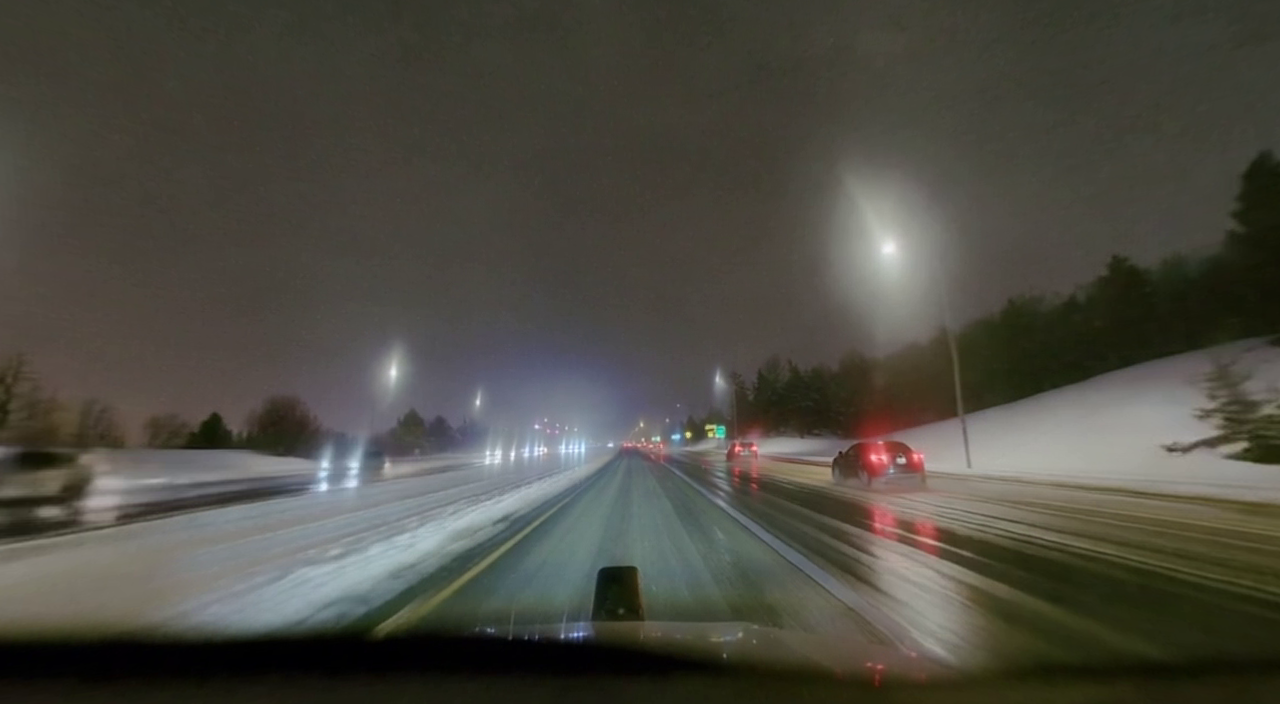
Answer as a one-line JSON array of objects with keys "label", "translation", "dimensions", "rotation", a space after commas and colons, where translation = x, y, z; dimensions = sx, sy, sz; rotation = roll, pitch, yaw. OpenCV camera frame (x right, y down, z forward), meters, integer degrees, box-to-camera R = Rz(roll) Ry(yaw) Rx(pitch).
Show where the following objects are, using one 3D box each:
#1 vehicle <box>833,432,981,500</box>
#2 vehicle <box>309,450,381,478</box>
[{"label": "vehicle", "translation": [6.952, 3.017, 17.139], "dimensions": [1.901, 1.548, 4.684], "rotation": [0, -8, -1]}, {"label": "vehicle", "translation": [-17.108, 6.481, 36.915], "dimensions": [1.916, 1.497, 4.761], "rotation": [0, -8, 0]}]
